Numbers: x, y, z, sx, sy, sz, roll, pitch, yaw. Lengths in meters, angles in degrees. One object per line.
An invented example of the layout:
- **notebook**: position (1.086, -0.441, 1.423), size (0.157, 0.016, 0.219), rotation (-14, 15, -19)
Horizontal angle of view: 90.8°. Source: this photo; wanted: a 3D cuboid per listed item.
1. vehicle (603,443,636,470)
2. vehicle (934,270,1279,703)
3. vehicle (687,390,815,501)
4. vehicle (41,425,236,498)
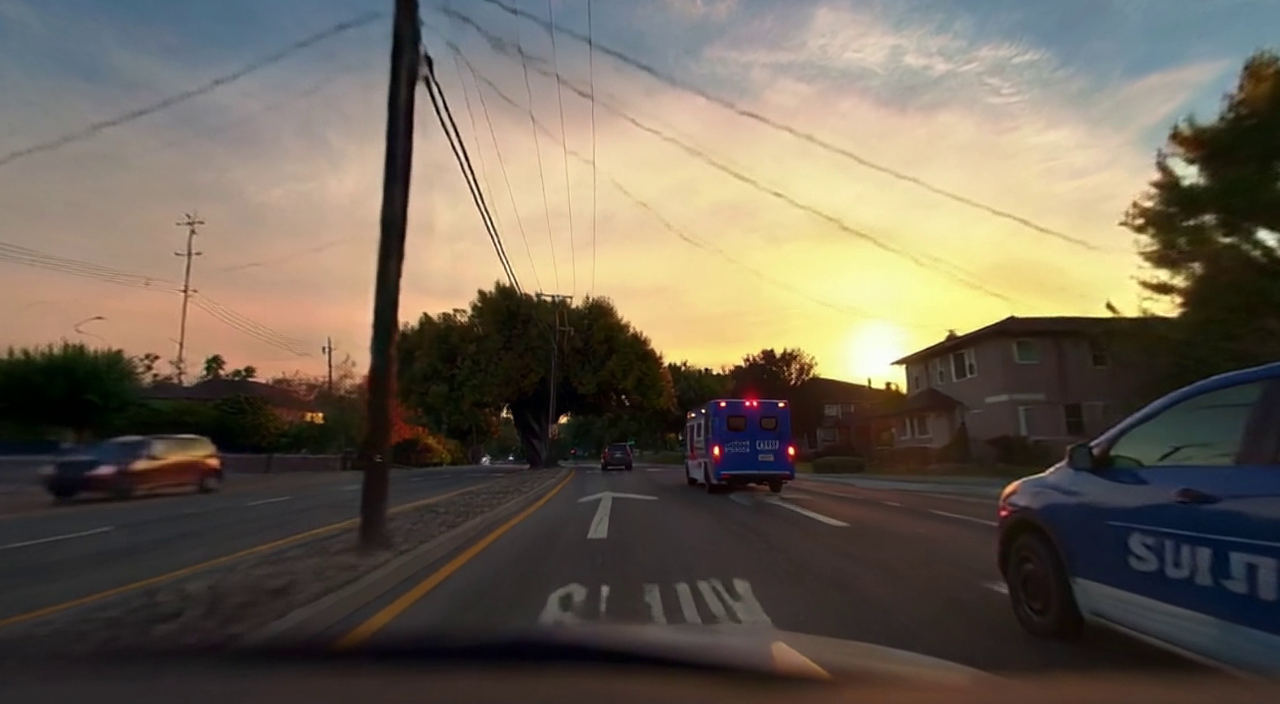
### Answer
- **vehicle**: position (-1.444, 6.999, 42.735), size (2.114, 1.707, 3.725), rotation (0, -8, -4)
- **vehicle**: position (3.419, 0.667, 2.316), size (2.194, 1.922, 4.822), rotation (0, -8, -2)
- **vehicle**: position (2.946, 2.689, 18.420), size (2.406, 2.687, 5.521), rotation (0, -8, -3)
- **vehicle**: position (-13.276, 2.903, 17.137), size (1.909, 1.705, 4.126), rotation (0, -8, -1)
